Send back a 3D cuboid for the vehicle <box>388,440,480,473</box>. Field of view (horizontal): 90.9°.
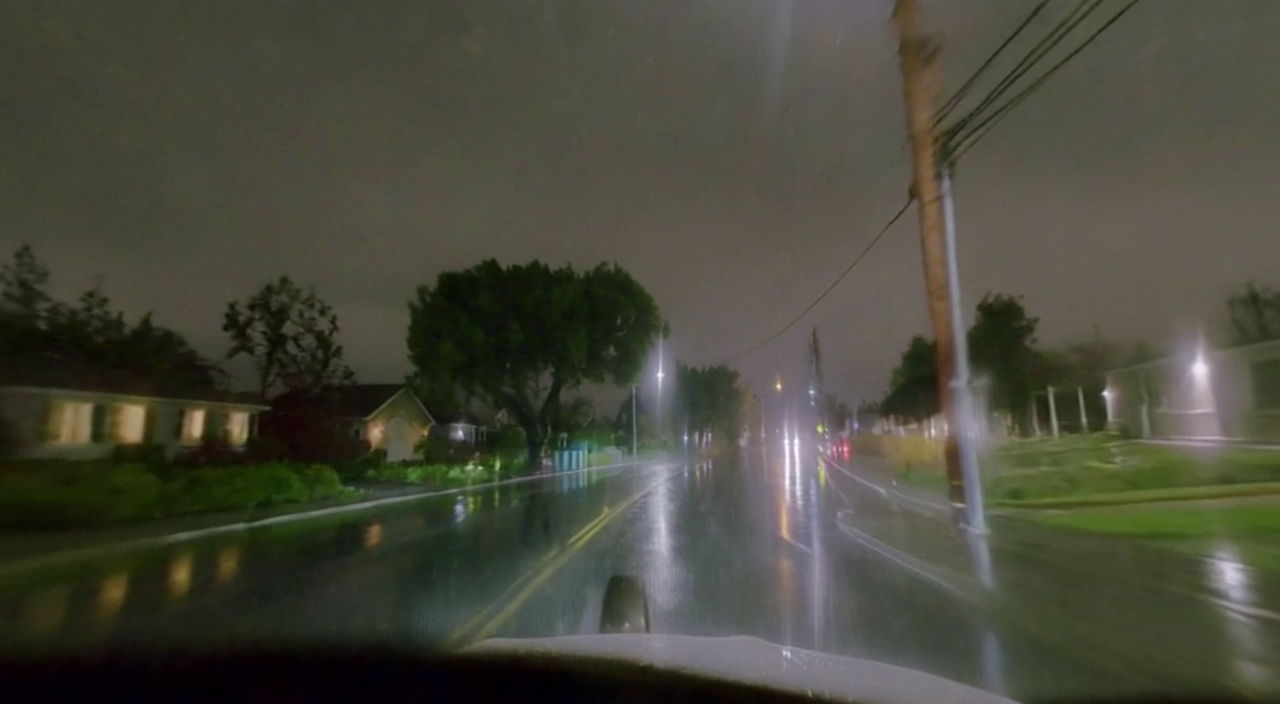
[{"bbox_3d":[-11.008,5.625,34.036,4.485,1.663,2.111,2,-9,-14],"label":"vehicle"}]
